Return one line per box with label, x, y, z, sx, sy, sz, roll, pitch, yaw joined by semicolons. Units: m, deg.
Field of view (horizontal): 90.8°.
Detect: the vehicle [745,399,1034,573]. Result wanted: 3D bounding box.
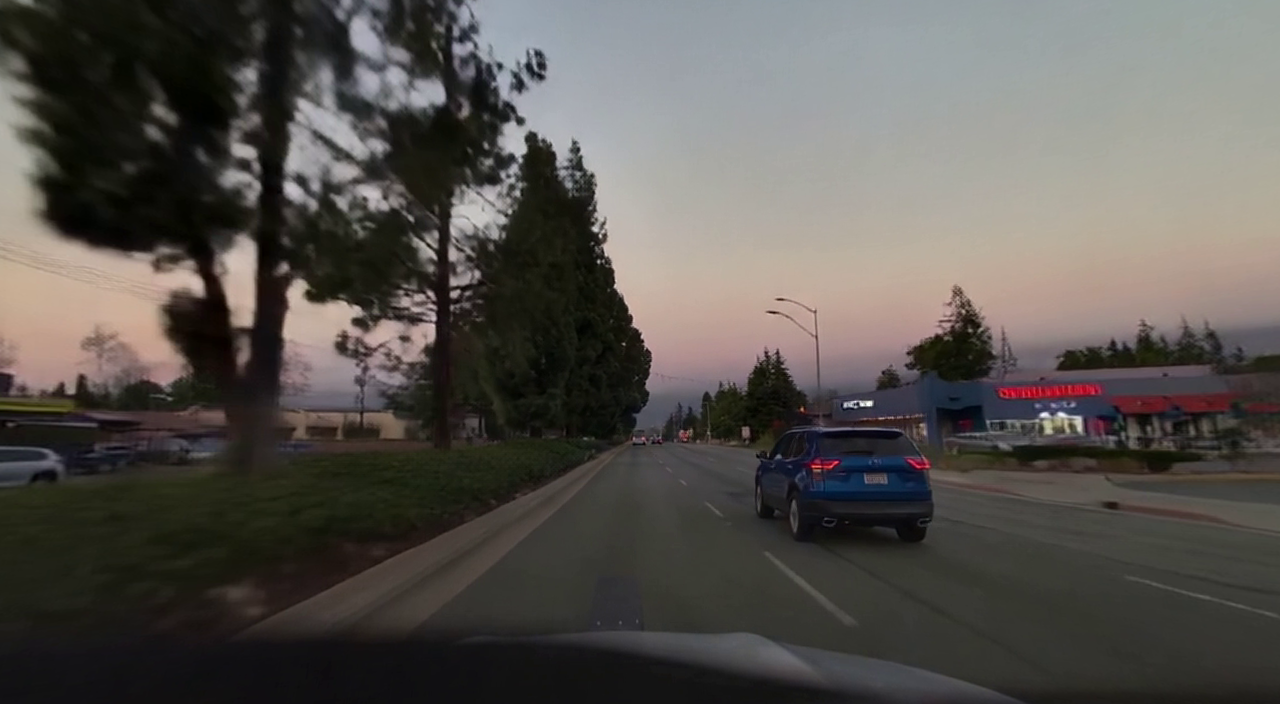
vehicle;2.983;1.737;8.947;2.130;1.790;4.615;0;-9;-1
